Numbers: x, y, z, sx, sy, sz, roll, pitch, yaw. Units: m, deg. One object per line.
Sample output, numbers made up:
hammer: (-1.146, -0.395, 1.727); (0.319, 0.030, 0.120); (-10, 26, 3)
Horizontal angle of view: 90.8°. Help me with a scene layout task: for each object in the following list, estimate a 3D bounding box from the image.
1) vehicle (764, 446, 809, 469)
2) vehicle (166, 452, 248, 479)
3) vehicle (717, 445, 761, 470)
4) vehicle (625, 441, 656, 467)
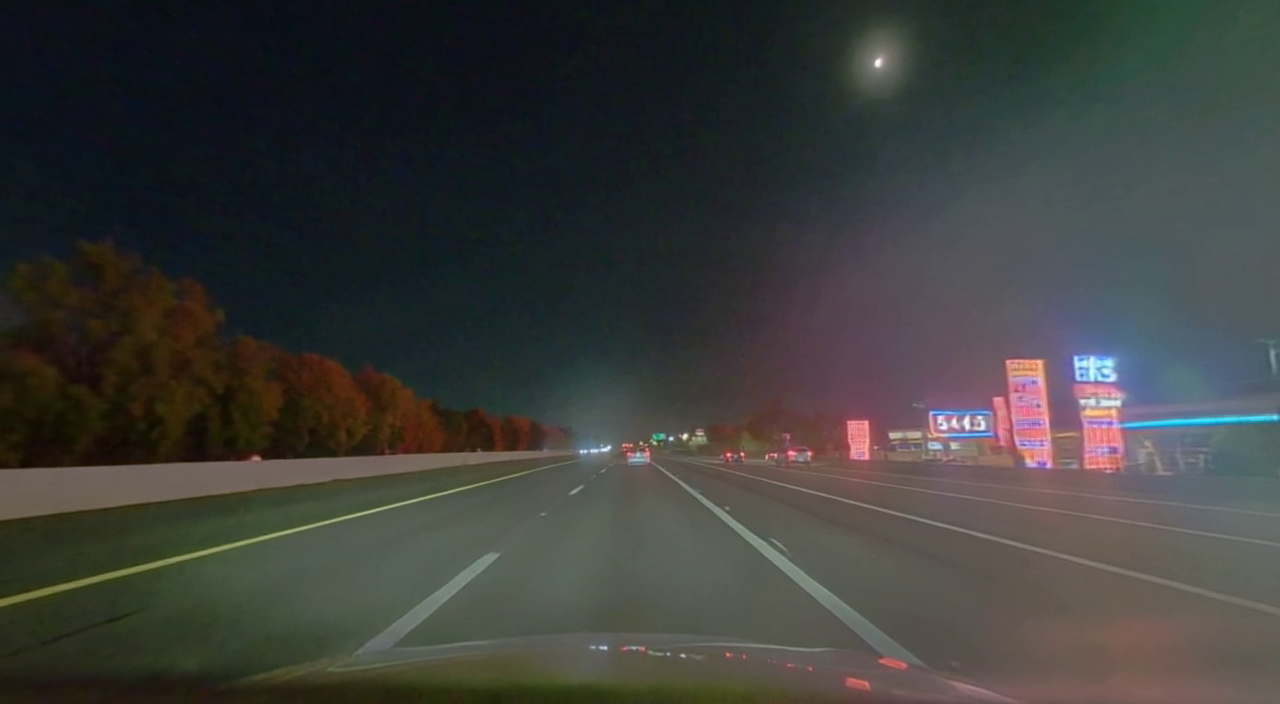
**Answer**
vehicle: (10.152, 7.333, 44.094); (1.953, 1.473, 4.512); (0, -8, -2)
vehicle: (-25.483, 6.680, 37.413); (1.735, 1.385, 4.495); (0, -8, -1)
vehicle: (6.284, 6.751, 40.529); (1.976, 1.477, 4.448); (0, -9, -2)
vehicle: (-0.031, 7.518, 46.548); (2.154, 1.786, 5.045); (0, -8, -2)
